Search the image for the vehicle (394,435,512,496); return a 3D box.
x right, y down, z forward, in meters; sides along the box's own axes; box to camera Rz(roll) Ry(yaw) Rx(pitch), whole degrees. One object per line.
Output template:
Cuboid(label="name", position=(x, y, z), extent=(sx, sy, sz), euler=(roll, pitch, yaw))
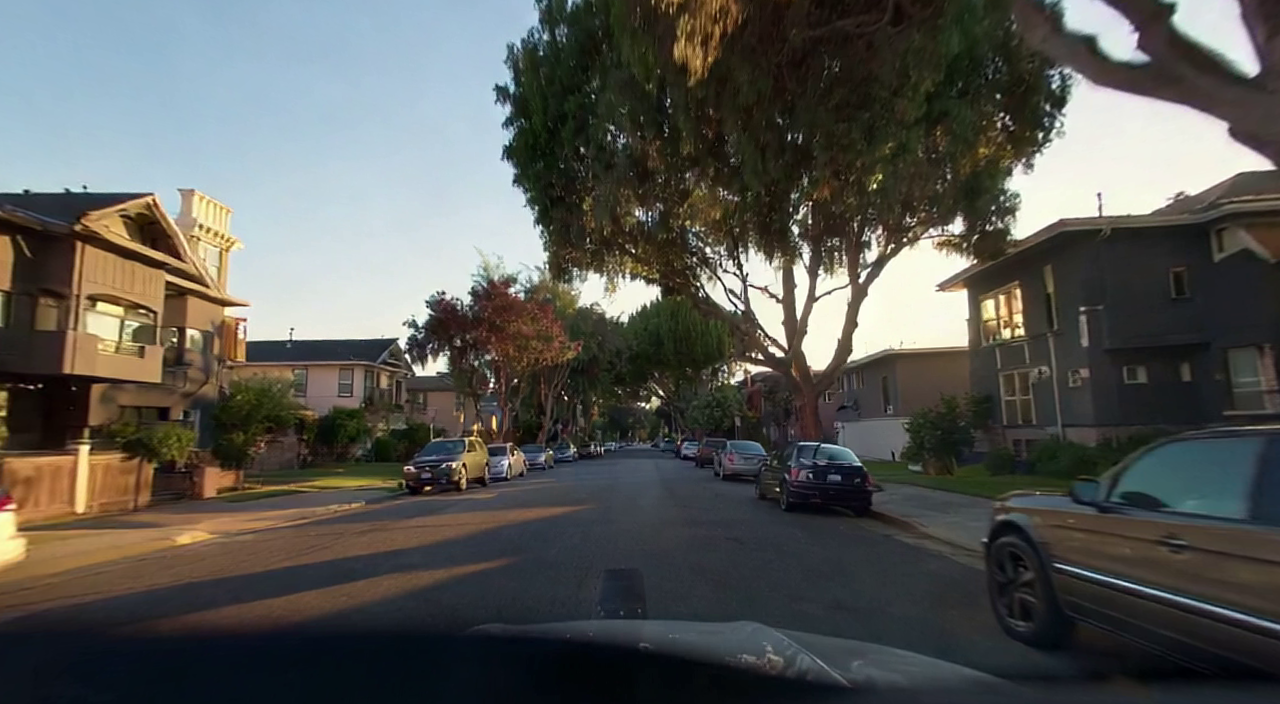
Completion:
Cuboid(label="vehicle", position=(-5.760, 3.556, 20.186), extent=(2.169, 1.574, 5.016), euler=(-3, -9, 1))

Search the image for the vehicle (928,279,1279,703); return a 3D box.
Cuboid(label="vehicle", position=(3.410, 0.751, 2.568), extent=(2.140, 1.937, 4.915), euler=(0, -8, 0))

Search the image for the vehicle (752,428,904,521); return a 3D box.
Cuboid(label="vehicle", position=(3.636, 2.439, 13.112), extent=(1.909, 1.595, 4.136), euler=(0, -8, 1))

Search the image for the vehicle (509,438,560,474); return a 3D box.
Cuboid(label="vehicle", position=(-5.571, 5.484, 33.804), extent=(1.901, 1.475, 4.425), euler=(-4, -6, 0))

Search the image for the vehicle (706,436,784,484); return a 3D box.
Cuboid(label="vehicle", position=(3.564, 3.769, 22.340), extent=(1.881, 1.482, 4.531), euler=(0, -8, -2))

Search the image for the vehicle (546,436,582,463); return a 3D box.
Cuboid(label="vehicle", position=(-5.546, 7.217, 46.700), extent=(2.106, 1.760, 4.573), euler=(-4, -9, -1))
